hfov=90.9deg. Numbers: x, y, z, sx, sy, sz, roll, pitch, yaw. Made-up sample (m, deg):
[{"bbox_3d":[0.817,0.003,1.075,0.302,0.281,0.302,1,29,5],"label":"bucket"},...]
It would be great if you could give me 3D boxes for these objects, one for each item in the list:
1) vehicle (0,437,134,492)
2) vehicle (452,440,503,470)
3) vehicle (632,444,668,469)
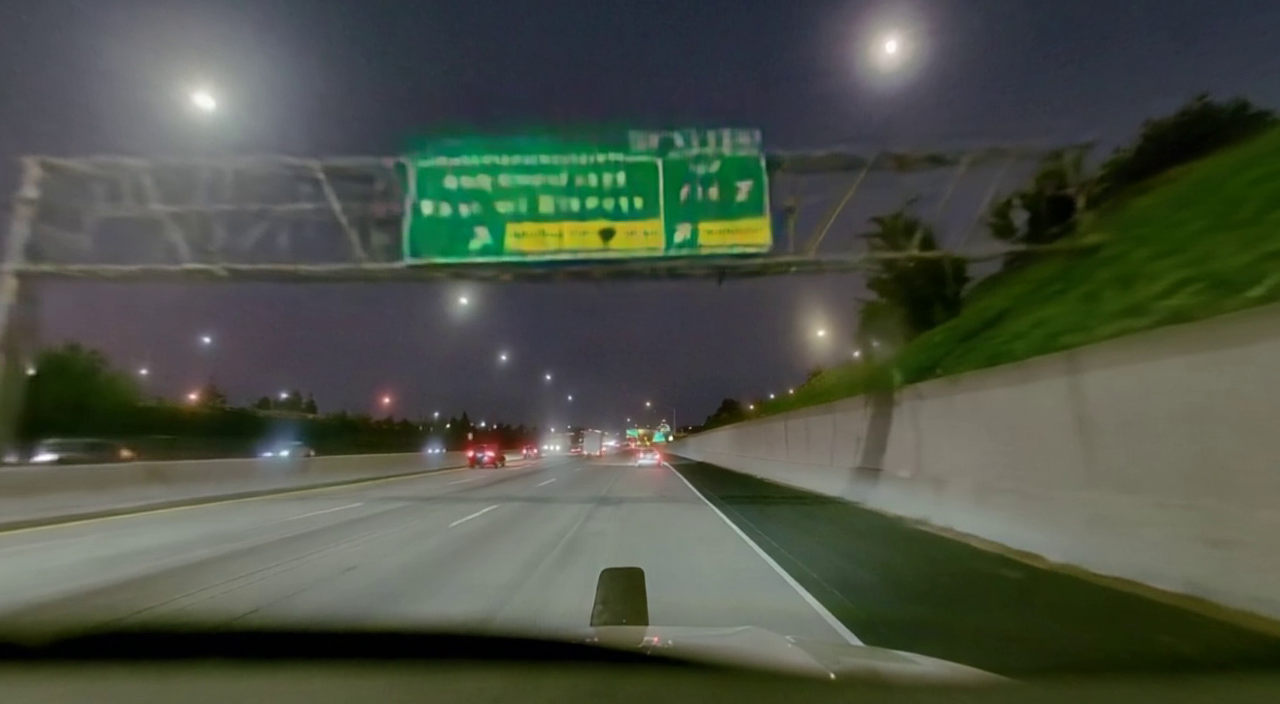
[{"bbox_3d":[-19.307,3.602,20.568,1.870,1.567,4.567,0,-8,-1],"label":"vehicle"},{"bbox_3d":[-9.339,5.909,36.520,1.954,1.605,4.023,0,-8,-1],"label":"vehicle"},{"bbox_3d":[0.605,6.484,39.272,2.137,1.461,3.999,-1,-8,1],"label":"vehicle"}]
